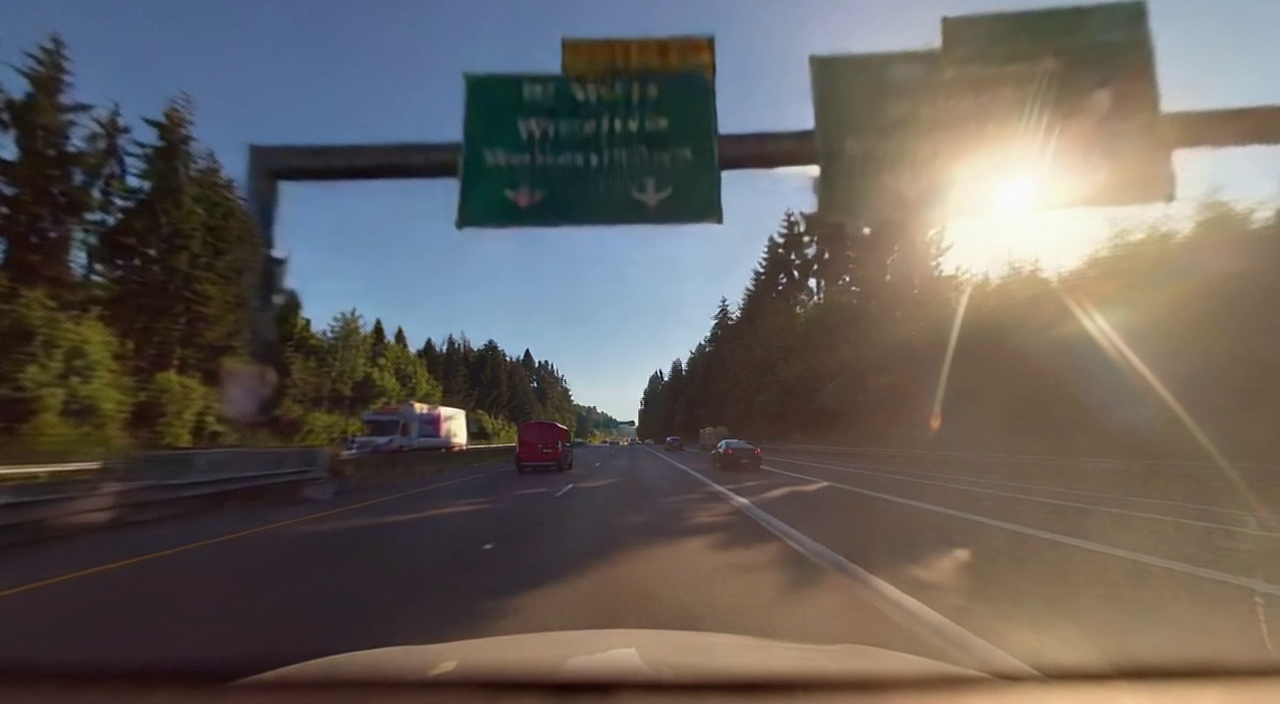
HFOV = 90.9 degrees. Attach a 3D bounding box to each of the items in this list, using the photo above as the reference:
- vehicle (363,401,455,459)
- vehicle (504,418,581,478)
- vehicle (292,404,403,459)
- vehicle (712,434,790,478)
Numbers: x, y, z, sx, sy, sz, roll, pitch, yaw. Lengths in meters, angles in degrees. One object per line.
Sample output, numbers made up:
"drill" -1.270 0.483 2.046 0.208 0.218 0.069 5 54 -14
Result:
"vehicle" -16.659 5.814 46.615 2.954 3.813 10.753 0 -8 -1
"vehicle" -3.588 3.640 24.231 2.275 2.053 5.082 0 -8 -1
"vehicle" -20.900 5.851 46.117 2.990 3.561 10.471 0 -8 1
"vehicle" 3.914 3.738 22.980 2.020 1.464 3.803 0 -8 -2
